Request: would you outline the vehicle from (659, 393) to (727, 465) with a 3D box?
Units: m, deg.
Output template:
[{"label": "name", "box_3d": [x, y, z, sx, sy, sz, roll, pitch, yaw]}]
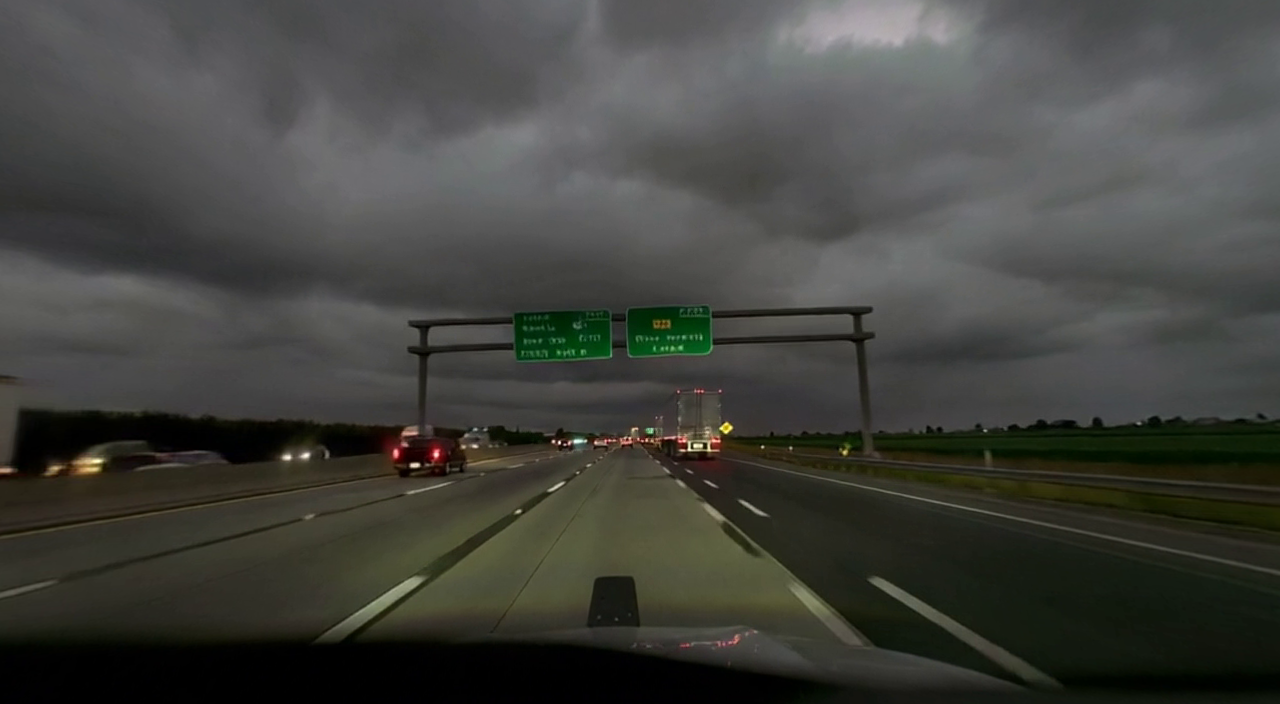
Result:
[{"label": "vehicle", "box_3d": [2.939, 4.783, 38.941, 2.760, 3.710, 12.230, 0, -7, -2]}]

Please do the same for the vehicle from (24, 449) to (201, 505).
[{"label": "vehicle", "box_3d": [-15.236, 3.596, 18.529, 1.883, 1.356, 3.865, 0, -8, 0]}]

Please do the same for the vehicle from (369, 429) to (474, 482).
[{"label": "vehicle", "box_3d": [-7.472, 3.569, 22.147, 2.076, 1.636, 4.597, 0, -8, -1]}]

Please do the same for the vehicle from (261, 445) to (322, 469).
[{"label": "vehicle", "box_3d": [-24.155, 7.279, 43.868, 1.784, 1.476, 4.401, 0, -8, -1]}]
